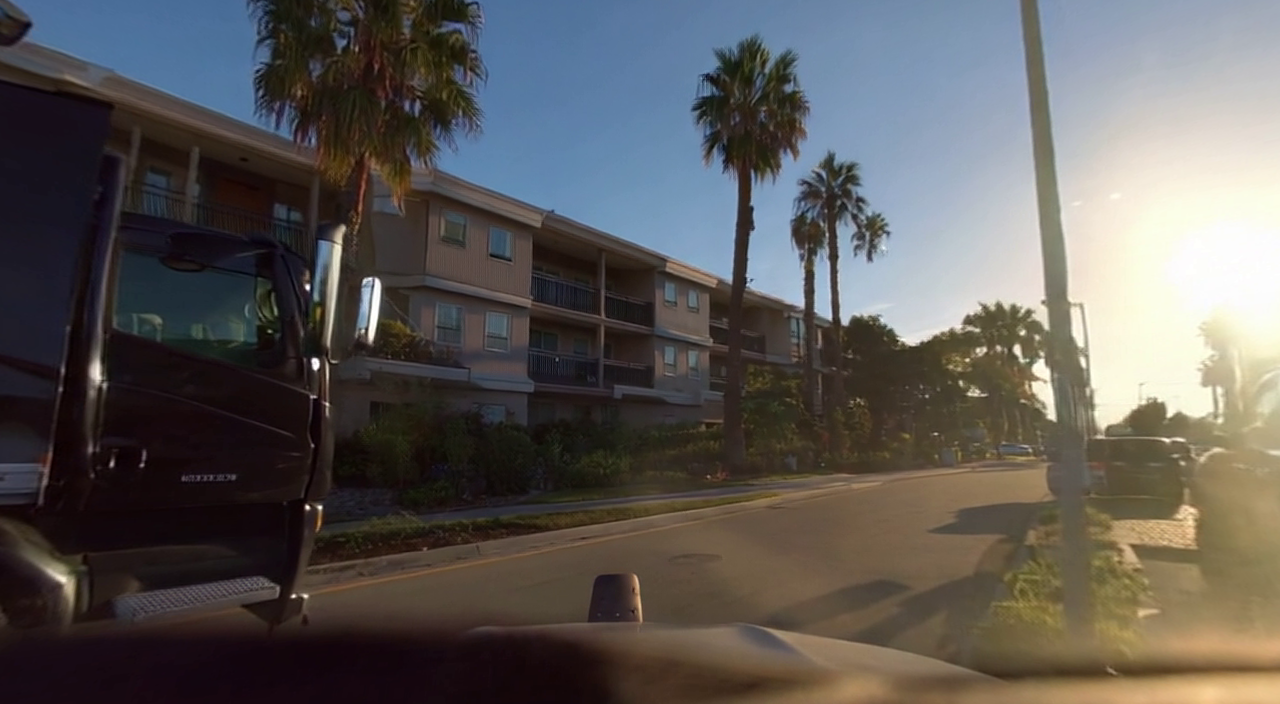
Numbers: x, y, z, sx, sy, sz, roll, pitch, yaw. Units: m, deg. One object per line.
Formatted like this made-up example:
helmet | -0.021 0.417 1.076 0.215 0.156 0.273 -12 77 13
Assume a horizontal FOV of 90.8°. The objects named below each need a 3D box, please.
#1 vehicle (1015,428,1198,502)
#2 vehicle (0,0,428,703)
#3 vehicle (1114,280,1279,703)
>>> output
vehicle | 19.290 4.584 26.419 5.872 2.468 2.864 -2 -8 38
vehicle | -5.549 -0.507 0.210 2.998 3.659 10.517 -6 -10 34
vehicle | 4.811 0.860 3.657 2.418 2.078 5.866 -5 -10 29
